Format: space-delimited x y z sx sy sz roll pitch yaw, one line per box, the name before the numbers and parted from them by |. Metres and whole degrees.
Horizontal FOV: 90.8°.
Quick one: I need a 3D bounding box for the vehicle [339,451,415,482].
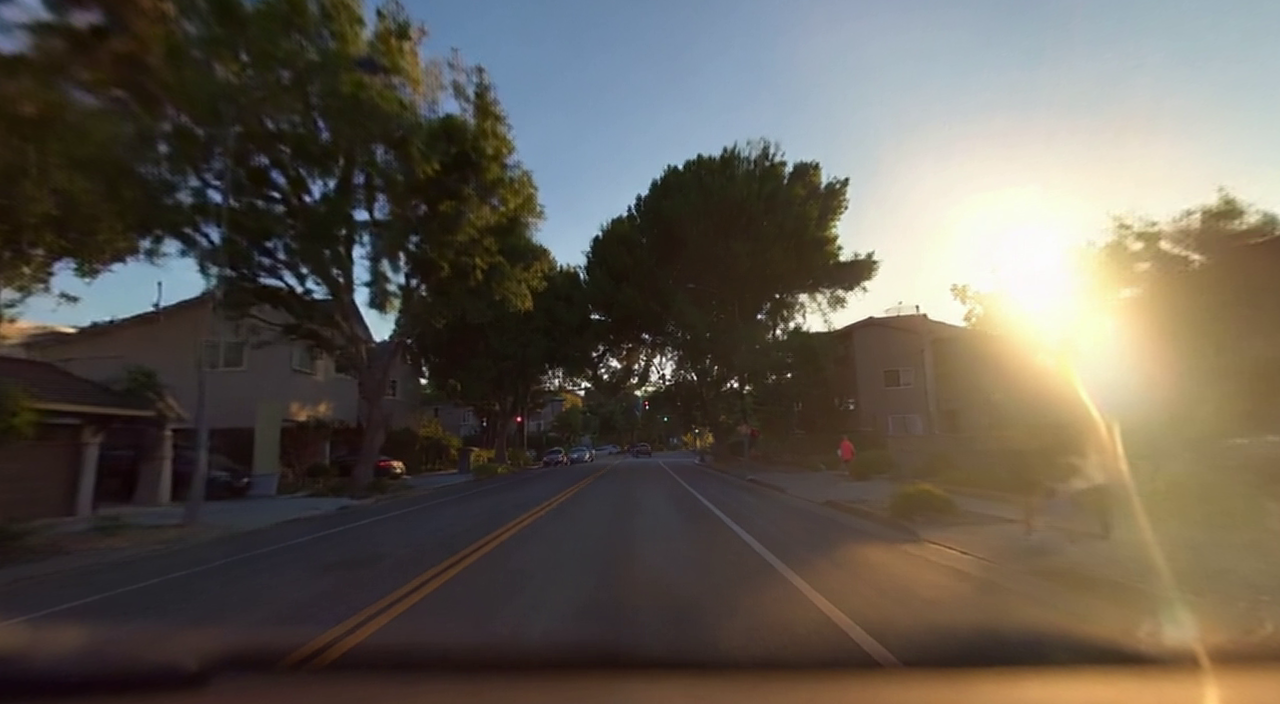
vehicle | -12.800 5.565 31.058 1.934 1.389 4.364 0 -9 -1
